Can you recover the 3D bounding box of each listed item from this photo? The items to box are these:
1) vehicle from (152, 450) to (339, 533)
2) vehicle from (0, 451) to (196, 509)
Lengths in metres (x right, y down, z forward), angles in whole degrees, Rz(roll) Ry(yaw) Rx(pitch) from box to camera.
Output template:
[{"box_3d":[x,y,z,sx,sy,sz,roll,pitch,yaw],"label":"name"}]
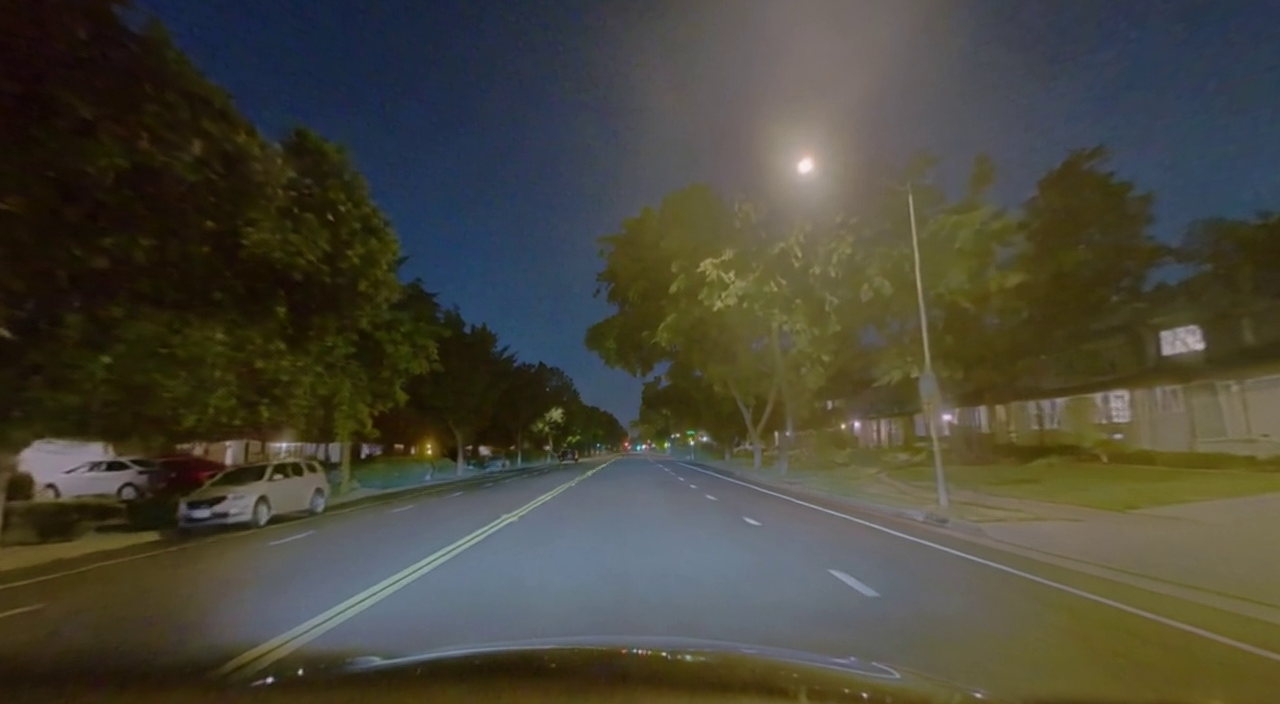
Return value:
[{"box_3d":[-9.625,3.364,15.944,1.931,1.465,4.683,-5,-7,-3],"label":"vehicle"},{"box_3d":[-19.527,4.598,23.002,4.802,1.868,2.395,0,-8,-2],"label":"vehicle"}]
